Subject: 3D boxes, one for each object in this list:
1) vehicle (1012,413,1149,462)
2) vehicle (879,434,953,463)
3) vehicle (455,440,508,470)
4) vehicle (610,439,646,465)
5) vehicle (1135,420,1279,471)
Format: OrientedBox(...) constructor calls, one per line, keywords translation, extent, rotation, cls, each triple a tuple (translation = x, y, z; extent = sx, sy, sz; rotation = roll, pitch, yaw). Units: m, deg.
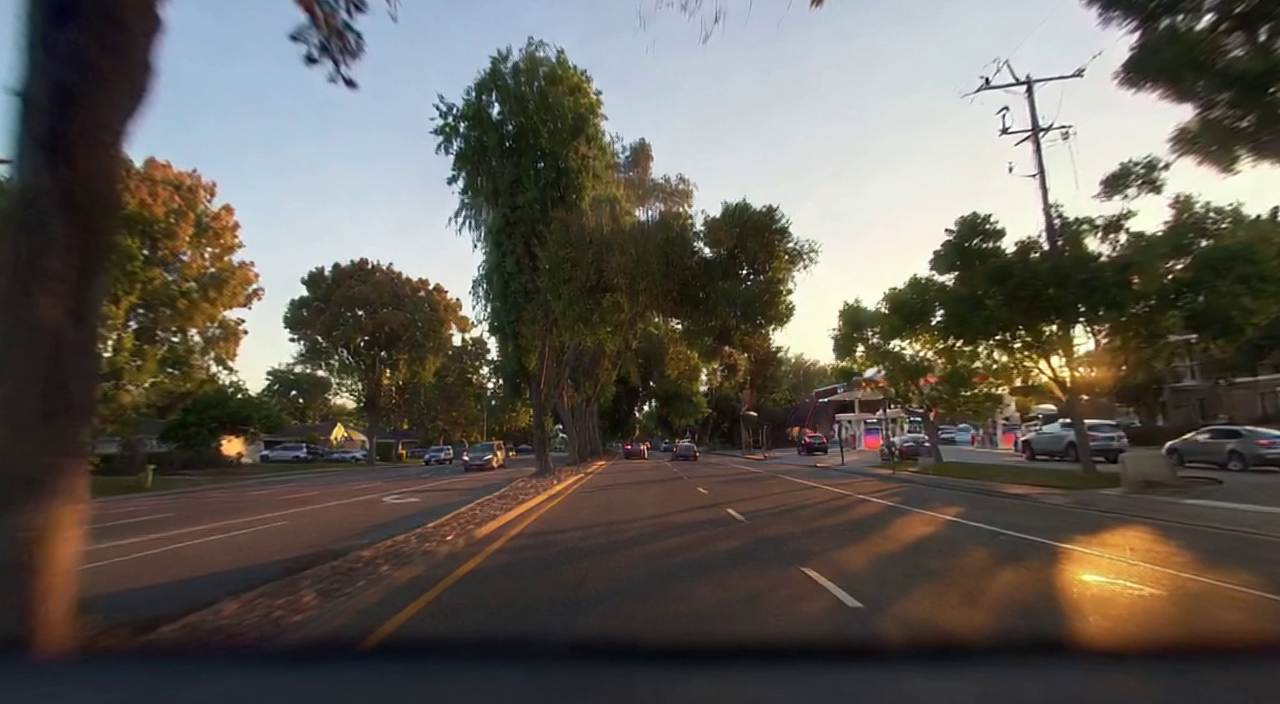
OrientedBox(translation=(19.573, 3.878, 28.478), extent=(2.266, 1.973, 5.443), rotation=(0, -9, 1), cls="vehicle")
OrientedBox(translation=(15.033, 5.286, 34.709), extent=(2.001, 1.479, 4.696), rotation=(0, -9, 1), cls="vehicle")
OrientedBox(translation=(-9.361, 6.130, 37.669), extent=(2.121, 1.677, 4.324), rotation=(0, -9, -1), cls="vehicle")
OrientedBox(translation=(-0.724, 6.106, 38.596), extent=(2.052, 1.488, 3.779), rotation=(0, -9, -1), cls="vehicle")
OrientedBox(translation=(19.474, 3.110, 21.404), extent=(1.859, 1.493, 4.332), rotation=(-2, -7, 0), cls="vehicle")
